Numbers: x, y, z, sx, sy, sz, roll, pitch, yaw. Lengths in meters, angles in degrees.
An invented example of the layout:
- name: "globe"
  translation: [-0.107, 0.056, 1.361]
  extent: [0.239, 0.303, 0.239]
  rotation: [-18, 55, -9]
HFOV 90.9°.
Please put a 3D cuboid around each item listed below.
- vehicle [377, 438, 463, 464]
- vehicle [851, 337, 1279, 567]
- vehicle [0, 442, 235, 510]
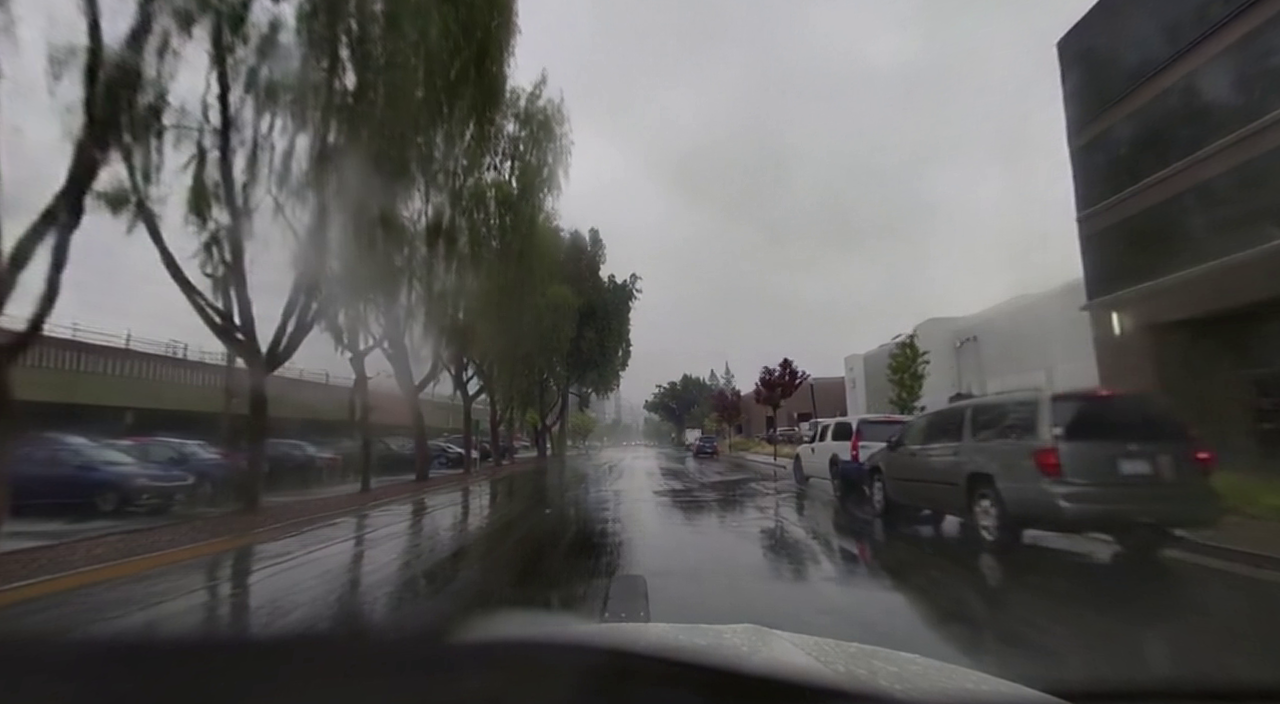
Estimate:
- name: "vehicle"
  translation: [-14.548, 6.600, 42.000]
  extent: [4.954, 1.614, 2.227]
  rotation: [0, -9, -5]
- name: "vehicle"
  translation: [5.751, 1.529, 10.071]
  extent: [2.596, 2.509, 6.178]
  rotation: [0, -8, 0]
- name: "vehicle"
  translation: [-13.138, 2.950, 15.229]
  extent: [5.269, 1.491, 2.133]
  rotation: [-1, -8, 2]
